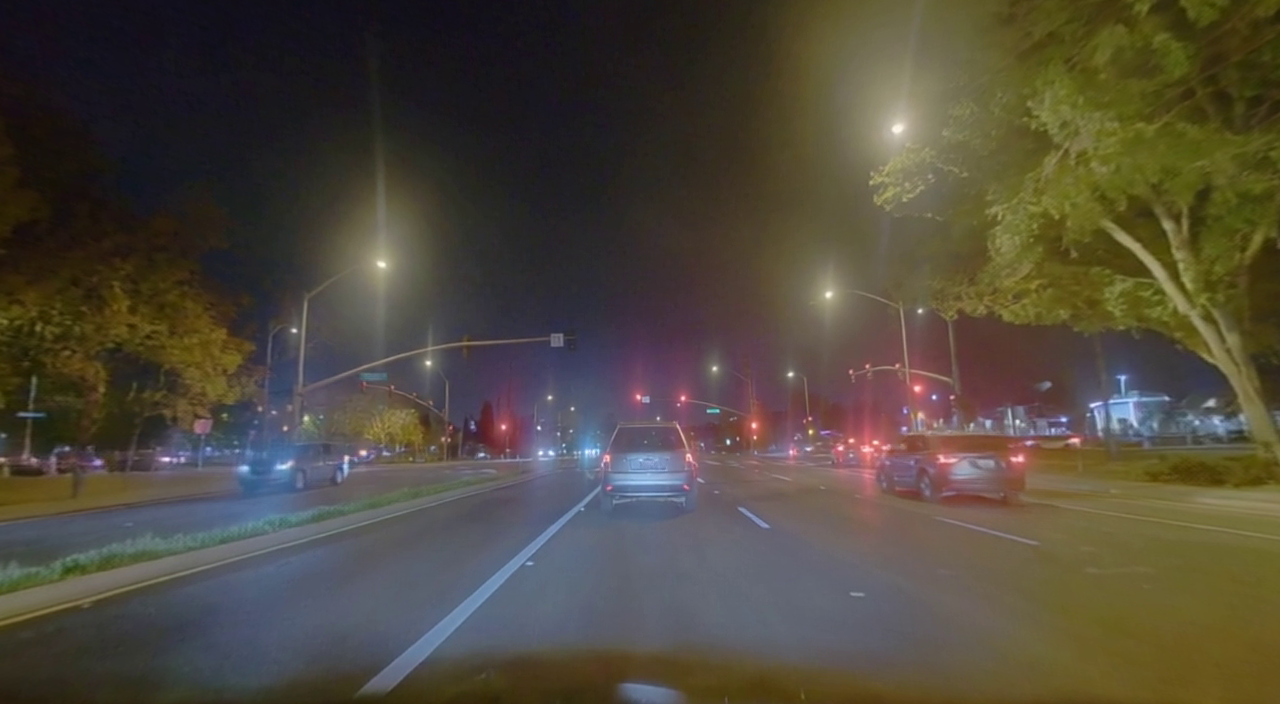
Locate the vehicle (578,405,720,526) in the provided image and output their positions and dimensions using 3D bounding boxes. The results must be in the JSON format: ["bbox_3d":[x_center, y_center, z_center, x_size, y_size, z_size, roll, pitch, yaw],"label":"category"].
[{"bbox_3d":[0.207,2.187,12.611,2.267,1.926,4.708,0,-9,2],"label":"vehicle"}]

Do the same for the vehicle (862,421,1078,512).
[{"bbox_3d":[7.043,2.510,14.248,2.447,1.707,4.396,0,-9,0],"label":"vehicle"}]

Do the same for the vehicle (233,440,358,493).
[{"bbox_3d":[-11.738,3.912,21.974,2.209,1.627,4.582,1,-9,-7],"label":"vehicle"}]

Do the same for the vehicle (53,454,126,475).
[{"bbox_3d":[-40.057,8.190,46.132,3.386,1.456,2.024,0,-9,0],"label":"vehicle"}]

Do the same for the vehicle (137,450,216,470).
[{"bbox_3d":[-36.283,8.466,49.581,4.647,1.484,1.893,0,-9,1],"label":"vehicle"}]

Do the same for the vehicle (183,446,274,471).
[{"bbox_3d":[-30.081,7.778,46.319,5.244,1.715,1.950,0,-9,1],"label":"vehicle"}]
